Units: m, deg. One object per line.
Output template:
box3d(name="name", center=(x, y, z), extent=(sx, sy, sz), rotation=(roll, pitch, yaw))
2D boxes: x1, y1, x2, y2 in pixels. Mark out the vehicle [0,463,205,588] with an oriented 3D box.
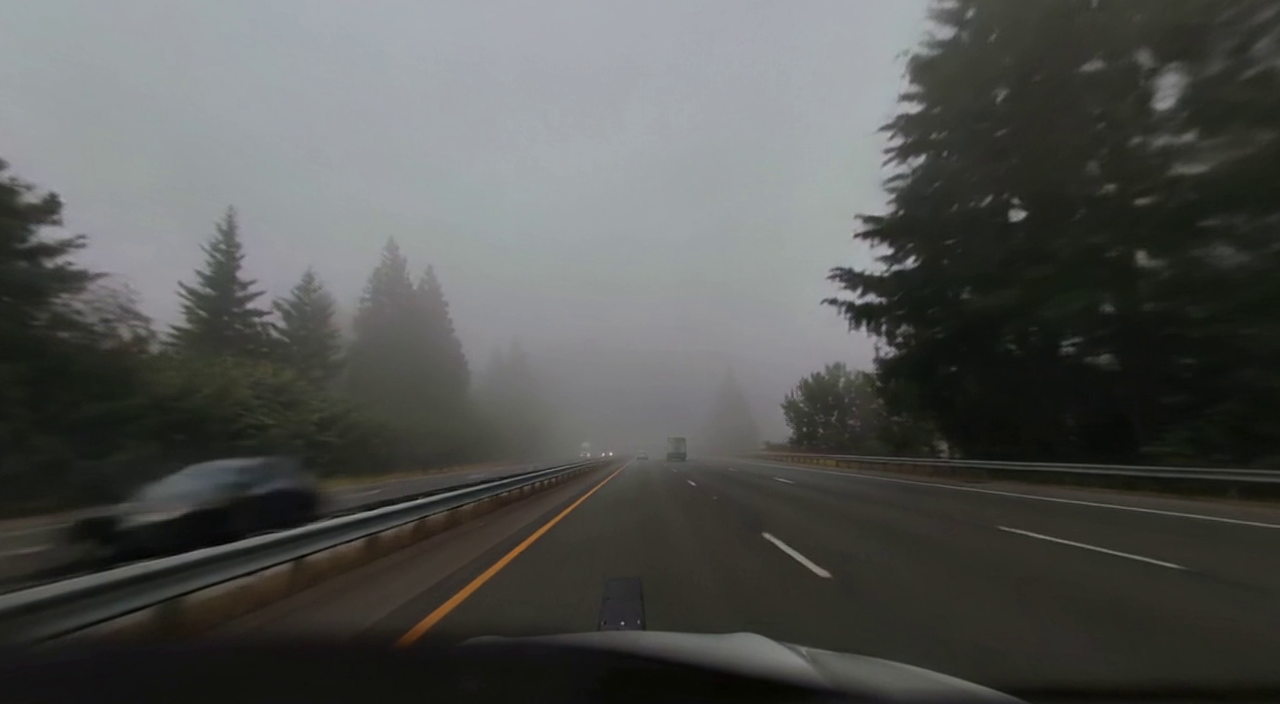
box3d(name="vehicle", center=(-8.766, 2.419, 9.293), extent=(1.777, 1.444, 4.029), rotation=(0, -9, 0))
